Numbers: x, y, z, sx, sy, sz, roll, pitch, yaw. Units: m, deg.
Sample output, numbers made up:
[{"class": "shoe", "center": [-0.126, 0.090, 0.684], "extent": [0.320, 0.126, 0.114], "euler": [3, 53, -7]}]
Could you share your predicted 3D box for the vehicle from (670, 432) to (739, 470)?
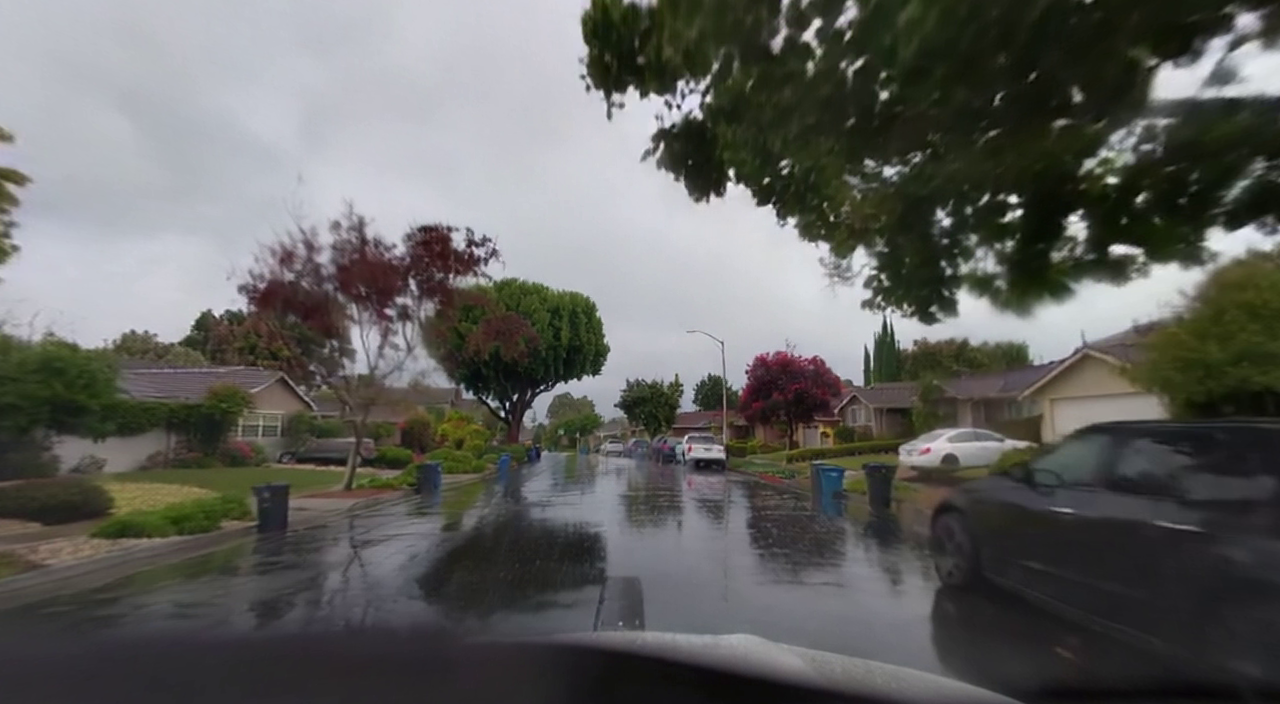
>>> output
[{"class": "vehicle", "center": [3.516, 5.532, 35.735], "extent": [2.715, 1.900, 6.163], "euler": [2, -8, -5]}]

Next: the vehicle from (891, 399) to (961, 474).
[{"class": "vehicle", "center": [9.623, 2.861, 21.250], "extent": [1.820, 2.366, 1.453], "euler": [-5, -10, 33]}]

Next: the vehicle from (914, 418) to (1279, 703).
[{"class": "vehicle", "center": [3.777, 1.199, 3.838], "extent": [2.132, 1.478, 4.685], "euler": [0, -9, 0]}]
